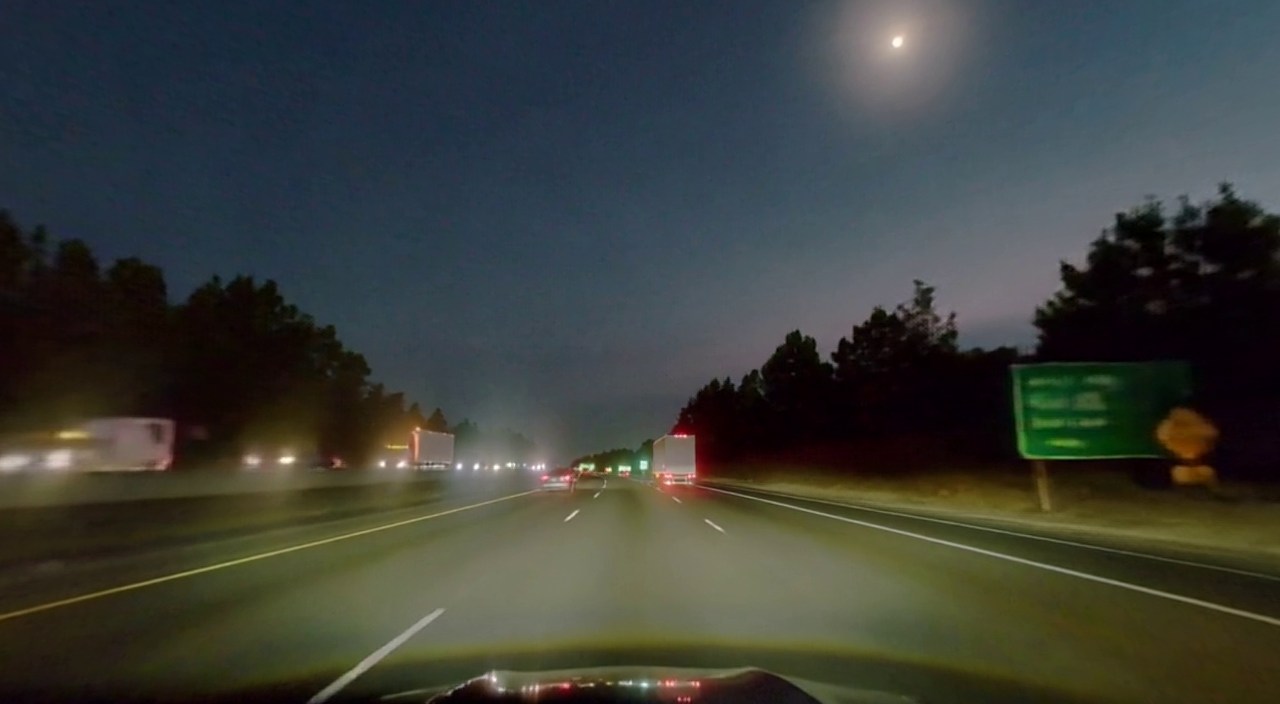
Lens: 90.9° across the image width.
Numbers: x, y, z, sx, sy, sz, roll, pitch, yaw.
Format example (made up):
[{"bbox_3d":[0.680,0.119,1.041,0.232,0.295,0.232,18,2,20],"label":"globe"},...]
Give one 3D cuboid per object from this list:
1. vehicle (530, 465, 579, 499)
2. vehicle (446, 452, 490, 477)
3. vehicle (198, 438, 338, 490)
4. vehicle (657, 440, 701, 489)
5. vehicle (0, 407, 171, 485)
[{"bbox_3d":[-4.012,6.178,30.098,1.868,1.485,3.770,1,-11,-1],"label":"vehicle"},{"bbox_3d":[-12.915,8.530,47.710,2.058,1.786,4.890,1,-11,-2],"label":"vehicle"},{"bbox_3d":[-11.762,3.625,20.340,1.874,1.446,4.444,1,-11,-1],"label":"vehicle"},{"bbox_3d":[2.948,8.909,49.753,2.738,3.456,7.520,1,-11,-1],"label":"vehicle"},{"bbox_3d":[-21.077,3.655,23.838,2.275,2.518,5.911,1,-11,-4],"label":"vehicle"}]
